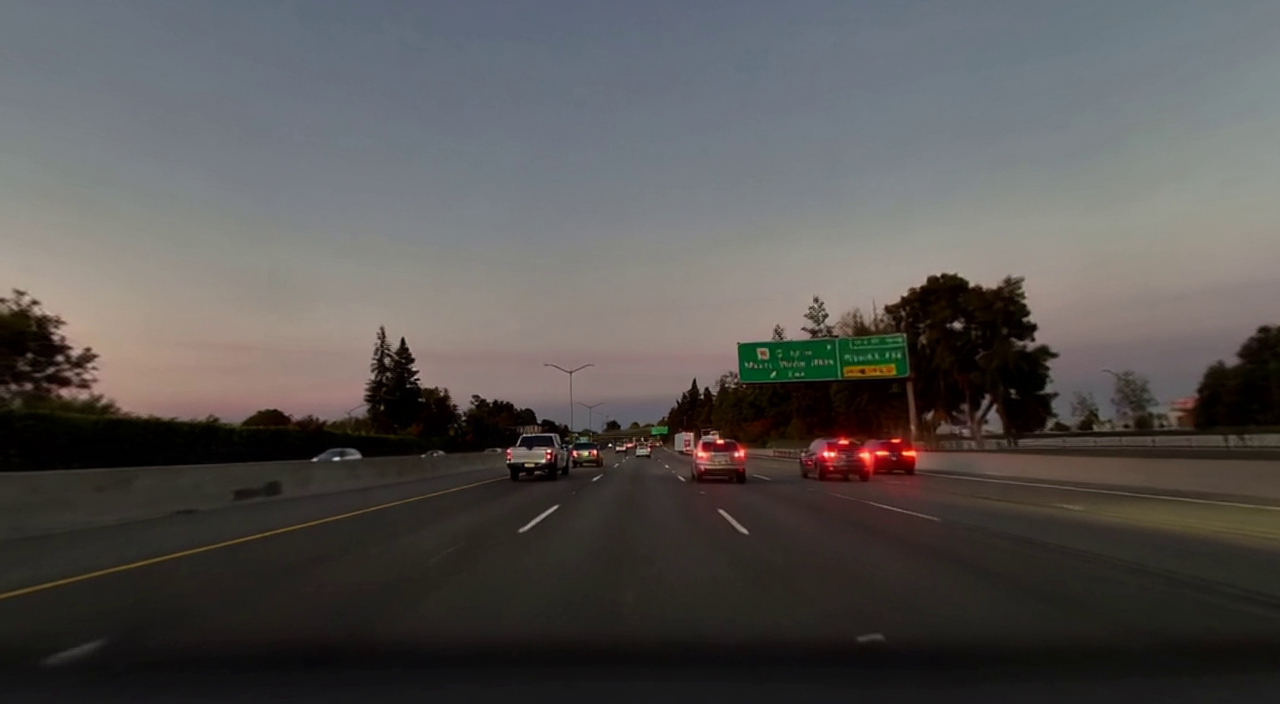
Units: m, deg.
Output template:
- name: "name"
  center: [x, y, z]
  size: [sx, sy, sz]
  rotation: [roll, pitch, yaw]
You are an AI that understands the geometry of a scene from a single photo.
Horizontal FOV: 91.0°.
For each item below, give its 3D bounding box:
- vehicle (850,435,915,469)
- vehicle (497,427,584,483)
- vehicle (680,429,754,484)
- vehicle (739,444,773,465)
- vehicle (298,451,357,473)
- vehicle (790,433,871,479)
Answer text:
- name: "vehicle"
  center: [13.467, 5.577, 35.230]
  size: [2.010, 1.765, 4.375]
  rotation: [0, -9, 2]
- name: "vehicle"
  center: [-3.430, 3.687, 22.763]
  size: [2.199, 1.777, 4.790]
  rotation: [0, -9, 2]
- name: "vehicle"
  center: [2.554, 3.589, 21.853]
  size: [2.181, 1.728, 3.970]
  rotation: [0, -9, 2]
- name: "vehicle"
  center: [8.558, 7.576, 46.784]
  size: [1.815, 1.479, 3.892]
  rotation: [0, -9, 1]
- name: "vehicle"
  center: [-23.708, 8.345, 47.960]
  size: [1.968, 1.518, 4.676]
  rotation: [0, -9, 2]
- name: "vehicle"
  center: [7.602, 4.200, 25.593]
  size: [2.022, 1.682, 4.226]
  rotation: [0, -9, 1]
